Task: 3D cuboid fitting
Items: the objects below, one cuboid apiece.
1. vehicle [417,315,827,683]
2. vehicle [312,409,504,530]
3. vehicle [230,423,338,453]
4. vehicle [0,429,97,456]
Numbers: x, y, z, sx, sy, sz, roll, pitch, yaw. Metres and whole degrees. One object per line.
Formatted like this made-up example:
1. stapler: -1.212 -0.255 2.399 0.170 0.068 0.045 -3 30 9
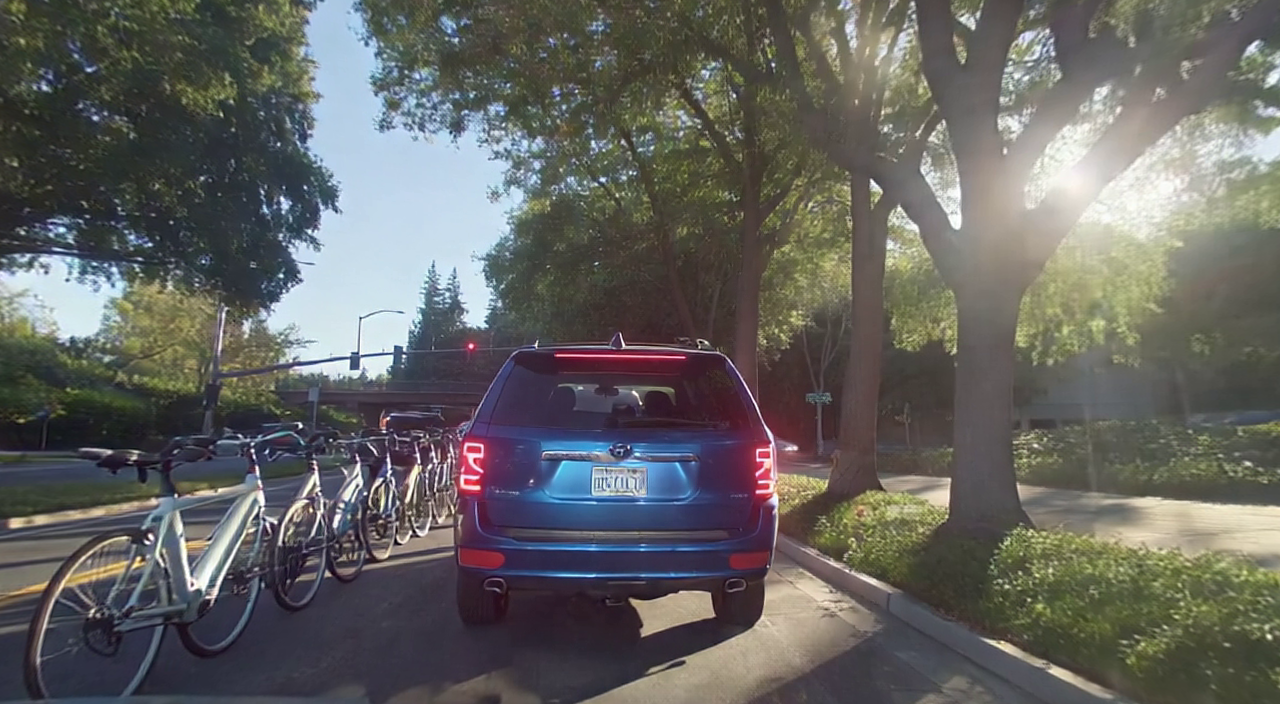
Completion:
1. vehicle: -0.243 1.156 6.005 2.333 2.087 4.586 1 -8 -4
2. vehicle: -4.198 2.226 12.623 2.337 1.858 5.409 1 -9 -7
3. vehicle: -26.961 6.560 48.058 6.559 2.240 2.442 1 -9 -9
4. vehicle: -35.665 5.448 38.098 3.926 1.536 1.731 0 -7 -9
